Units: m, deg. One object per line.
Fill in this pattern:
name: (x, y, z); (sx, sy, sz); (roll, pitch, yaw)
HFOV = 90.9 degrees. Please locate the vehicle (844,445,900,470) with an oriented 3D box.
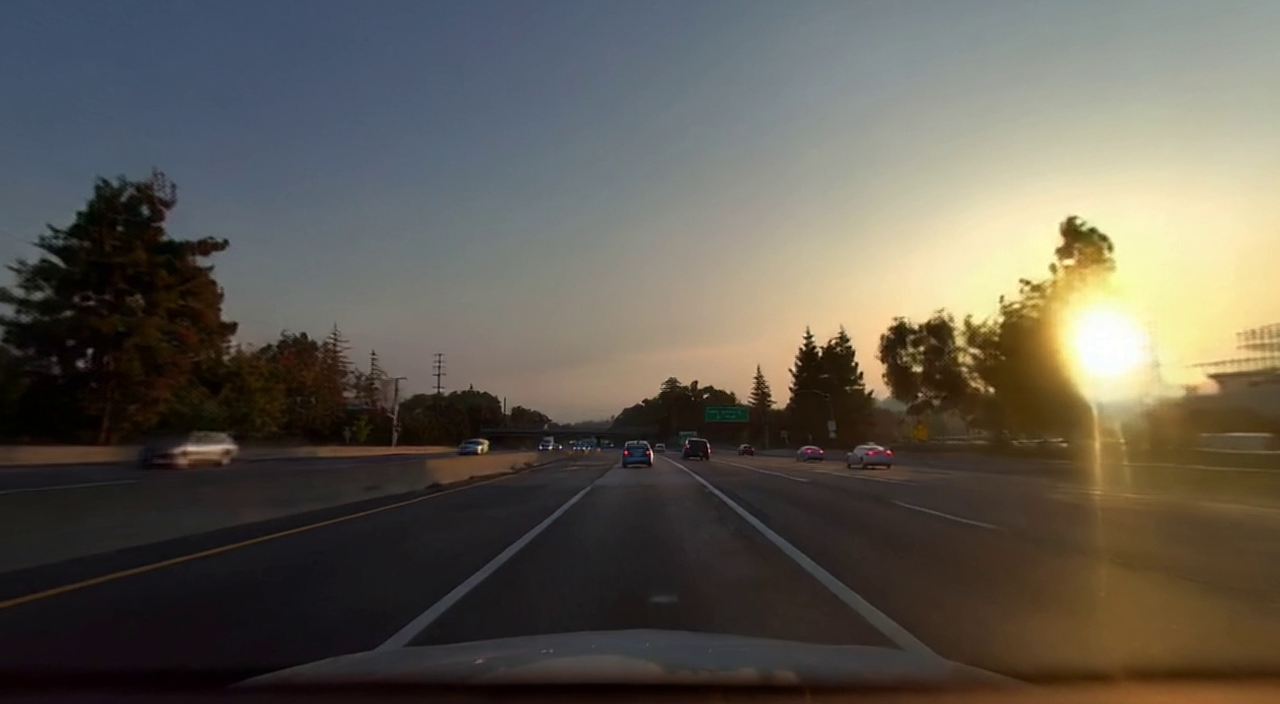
vehicle: (14.193, 6.460, 38.916); (1.872, 1.459, 4.502); (0, -8, 2)

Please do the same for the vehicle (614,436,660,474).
vehicle: (-0.152, 4.974, 30.659); (2.105, 1.711, 4.293); (0, -8, 0)

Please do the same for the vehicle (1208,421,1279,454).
vehicle: (34.882, 4.825, 35.183); (4.402, 1.637, 1.847); (1, -10, 5)

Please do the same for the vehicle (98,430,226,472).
vehicle: (-22.243, 4.641, 29.670); (2.027, 1.781, 5.017); (0, -8, 0)

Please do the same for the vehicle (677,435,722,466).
vehicle: (3.991, 6.787, 43.661); (2.505, 2.020, 5.532); (0, -8, -1)
